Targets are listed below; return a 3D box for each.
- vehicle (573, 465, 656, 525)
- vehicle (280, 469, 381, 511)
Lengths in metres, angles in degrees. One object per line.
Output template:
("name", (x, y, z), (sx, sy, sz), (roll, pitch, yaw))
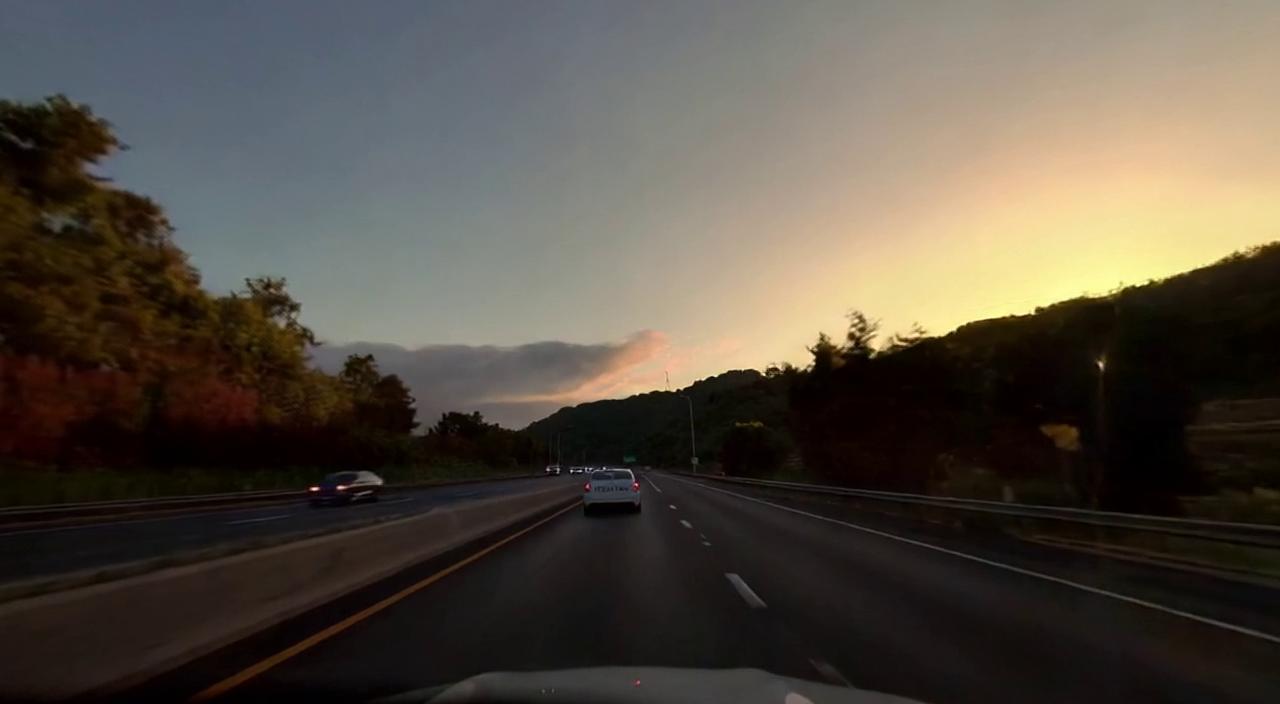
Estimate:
("vehicle", (-0.630, 4.192, 18.953), (2.135, 1.506, 5.041), (1, -10, 1))
("vehicle", (-13.414, 6.002, 27.746), (2.067, 1.534, 4.802), (-3, -10, -1))
